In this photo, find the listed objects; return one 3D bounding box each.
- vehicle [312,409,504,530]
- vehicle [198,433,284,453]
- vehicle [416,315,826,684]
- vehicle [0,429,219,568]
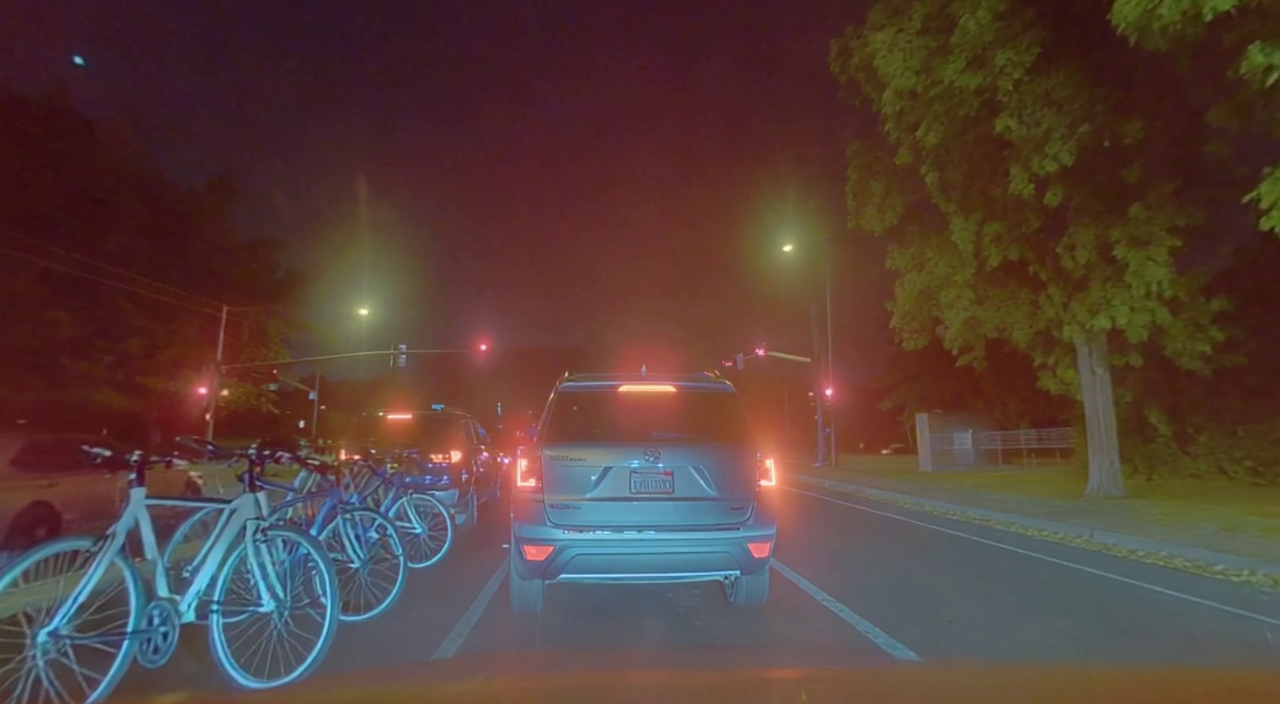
[{"bbox_3d":[-4.207,2.230,12.643,2.337,1.858,5.409,1,-9,-7],"label":"vehicle"},{"bbox_3d":[-30.203,6.912,47.884,5.107,1.499,1.778,1,-9,-8],"label":"vehicle"},{"bbox_3d":[-0.246,1.159,6.003,2.333,2.087,4.586,0,-8,-4],"label":"vehicle"},{"bbox_3d":[-8.007,1.790,8.209,2.026,1.479,4.712,0,-8,-4],"label":"vehicle"}]
